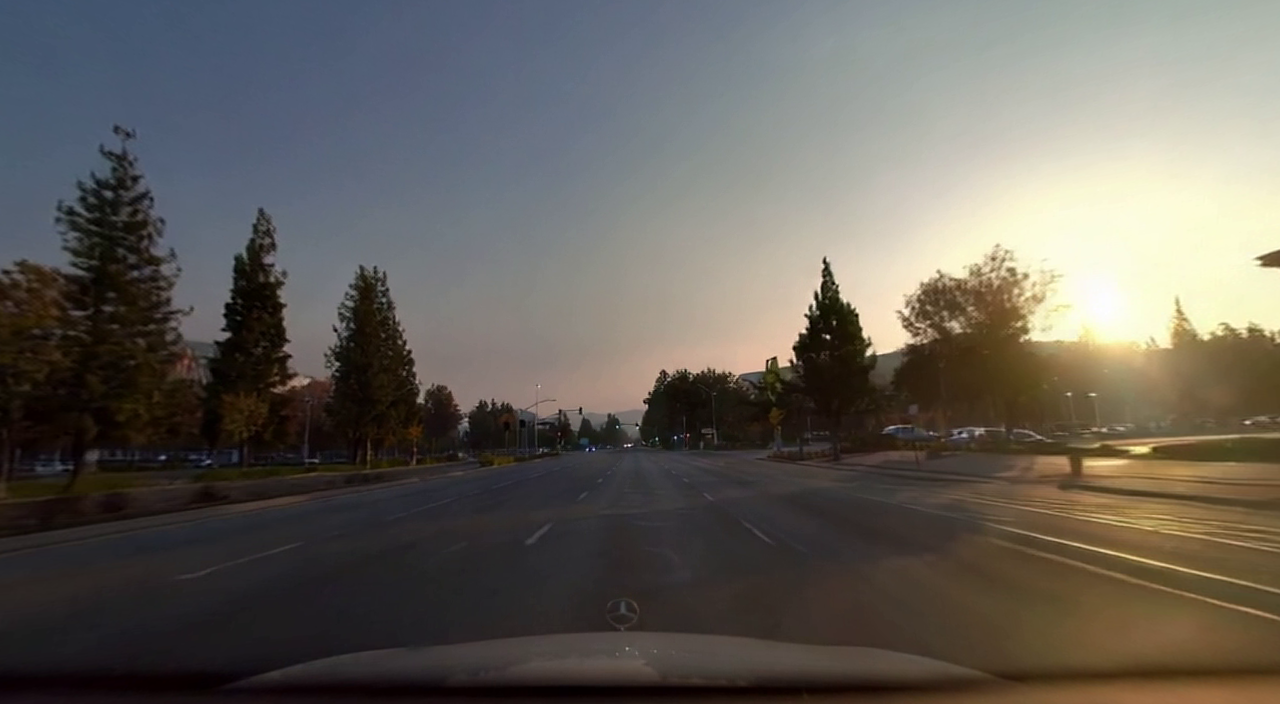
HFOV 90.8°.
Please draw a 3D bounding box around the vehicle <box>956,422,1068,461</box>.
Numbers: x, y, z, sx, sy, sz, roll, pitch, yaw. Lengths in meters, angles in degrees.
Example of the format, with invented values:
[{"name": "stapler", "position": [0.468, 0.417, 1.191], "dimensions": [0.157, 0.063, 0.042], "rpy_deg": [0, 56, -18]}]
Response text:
[{"name": "vehicle", "position": [23.300, 5.613, 39.720], "dimensions": [5.460, 1.980, 2.188], "rpy_deg": [-5, -8, 1]}]
